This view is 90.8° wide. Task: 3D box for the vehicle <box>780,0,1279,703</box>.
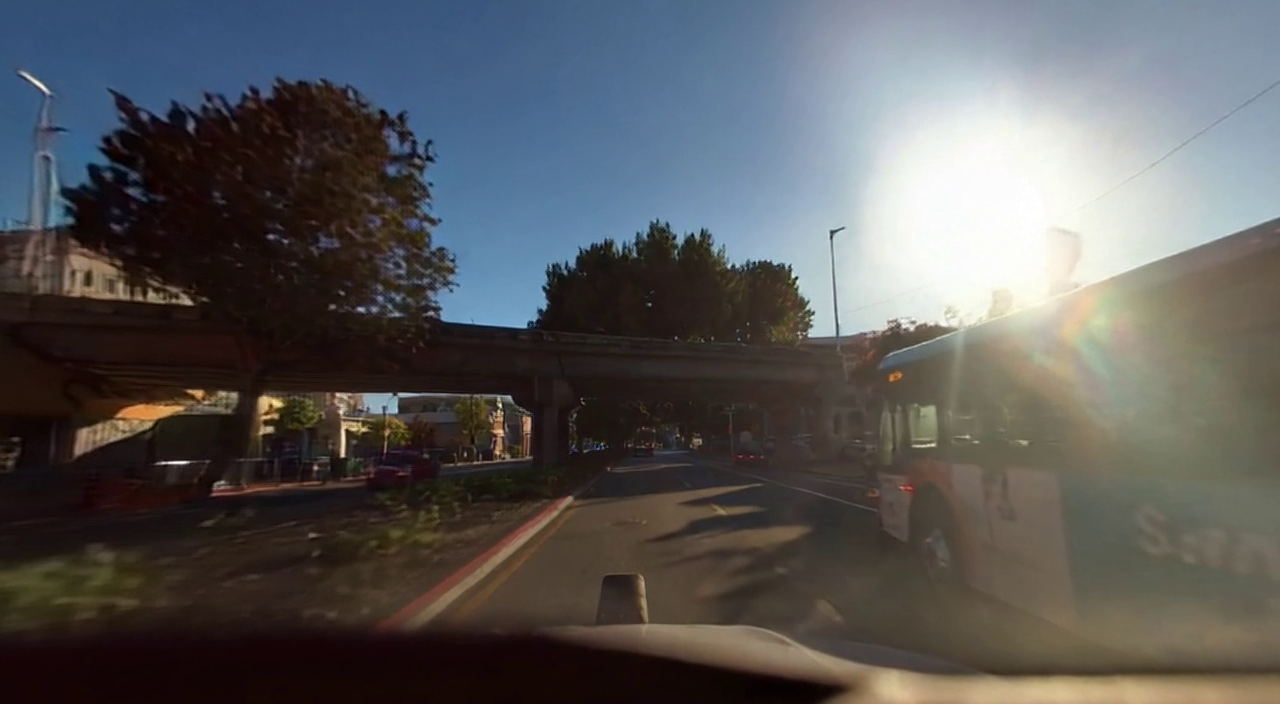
[{"bbox_3d":[3.911,0.145,2.749,3.043,3.162,13.806,0,-8,-2],"label":"vehicle"}]
